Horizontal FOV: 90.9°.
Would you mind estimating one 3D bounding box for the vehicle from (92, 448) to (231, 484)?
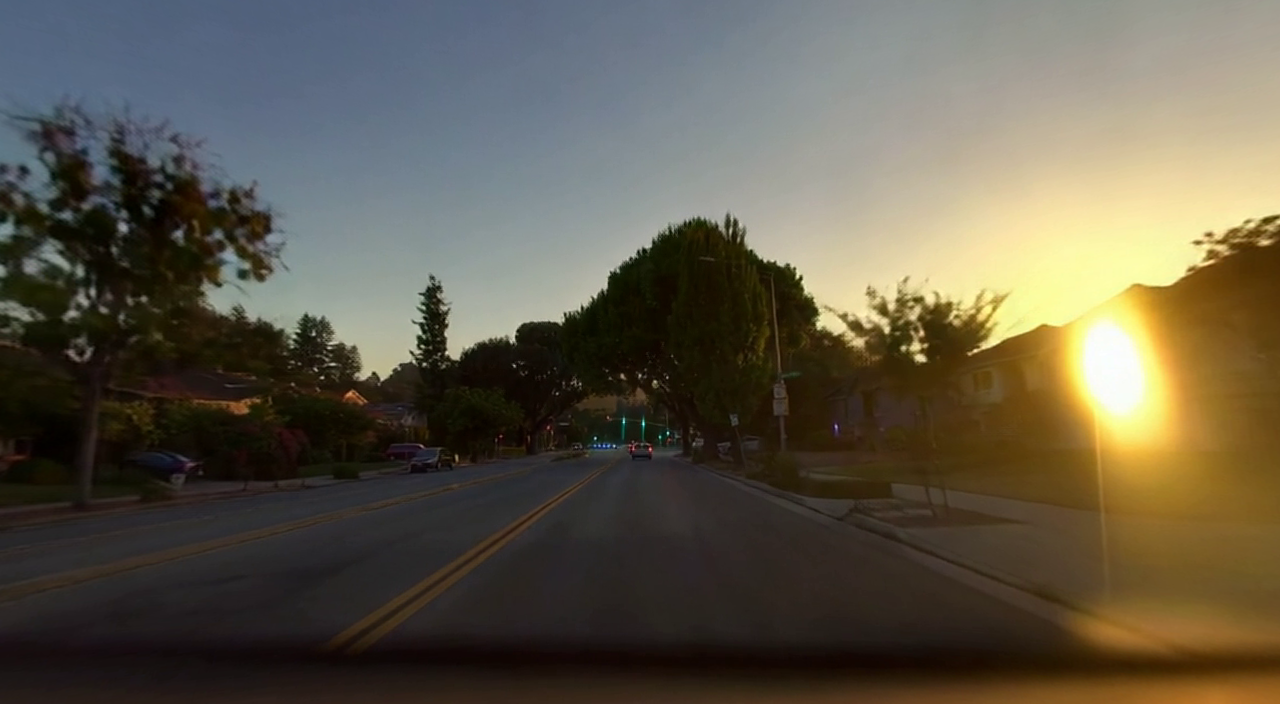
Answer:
[{"bbox_3d":[-22.861,5.441,30.297,4.791,1.564,2.125,0,-9,-5],"label":"vehicle"}]

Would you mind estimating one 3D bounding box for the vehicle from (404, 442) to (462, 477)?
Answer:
[{"bbox_3d":[-14.226,7.383,43.704,2.337,1.850,5.448,-4,-6,-2],"label":"vehicle"}]
